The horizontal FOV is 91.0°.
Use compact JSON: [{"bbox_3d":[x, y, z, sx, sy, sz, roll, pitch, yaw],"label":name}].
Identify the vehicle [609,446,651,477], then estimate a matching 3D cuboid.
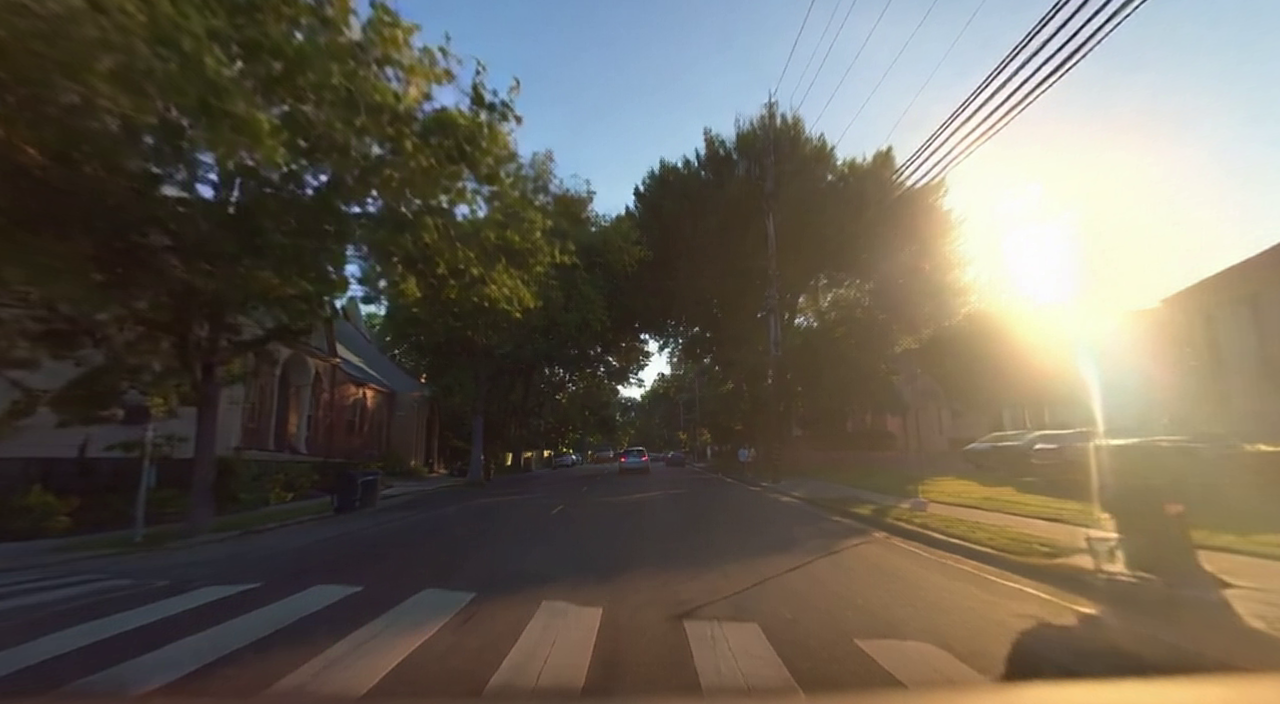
[{"bbox_3d":[-0.515,5.827,33.737,2.093,1.497,4.010,0,-9,-1],"label":"vehicle"}]
